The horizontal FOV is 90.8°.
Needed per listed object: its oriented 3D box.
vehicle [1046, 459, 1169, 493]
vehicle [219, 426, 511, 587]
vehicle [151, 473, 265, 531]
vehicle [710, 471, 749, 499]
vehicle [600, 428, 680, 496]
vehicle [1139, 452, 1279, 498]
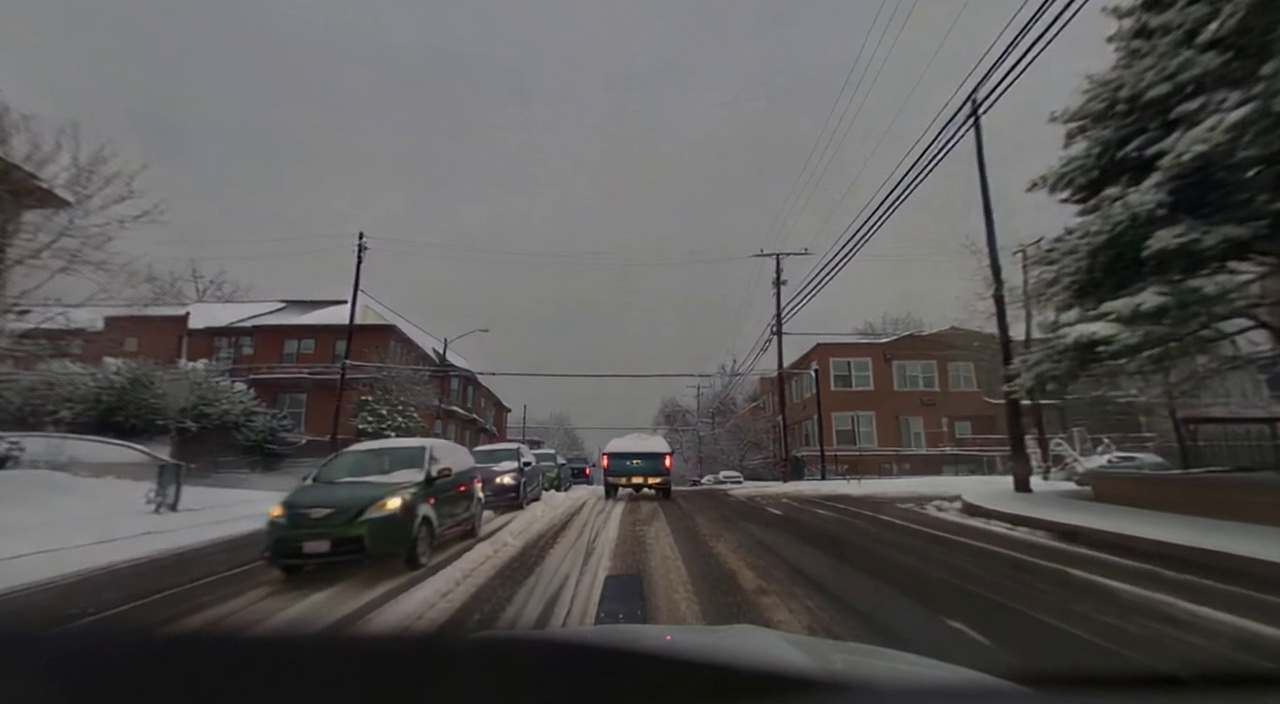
[{"bbox_3d":[21.918,5.791,29.721,4.262,1.474,1.929,0,-9,-2],"label":"vehicle"},{"bbox_3d":[-3.033,1.773,8.076,1.893,1.518,4.024,0,-9,0],"label":"vehicle"},{"bbox_3d":[-20.962,7.233,30.748,3.957,1.902,2.121,-10,-7,0],"label":"vehicle"},{"bbox_3d":[6.133,9.180,43.831,2.023,1.611,4.614,0,-9,0],"label":"vehicle"},{"bbox_3d":[0.037,3.590,20.734,2.308,1.940,4.125,-1,-10,1],"label":"vehicle"},{"bbox_3d":[19.658,4.106,21.156,4.205,1.381,1.872,-1,-11,0],"label":"vehicle"}]
